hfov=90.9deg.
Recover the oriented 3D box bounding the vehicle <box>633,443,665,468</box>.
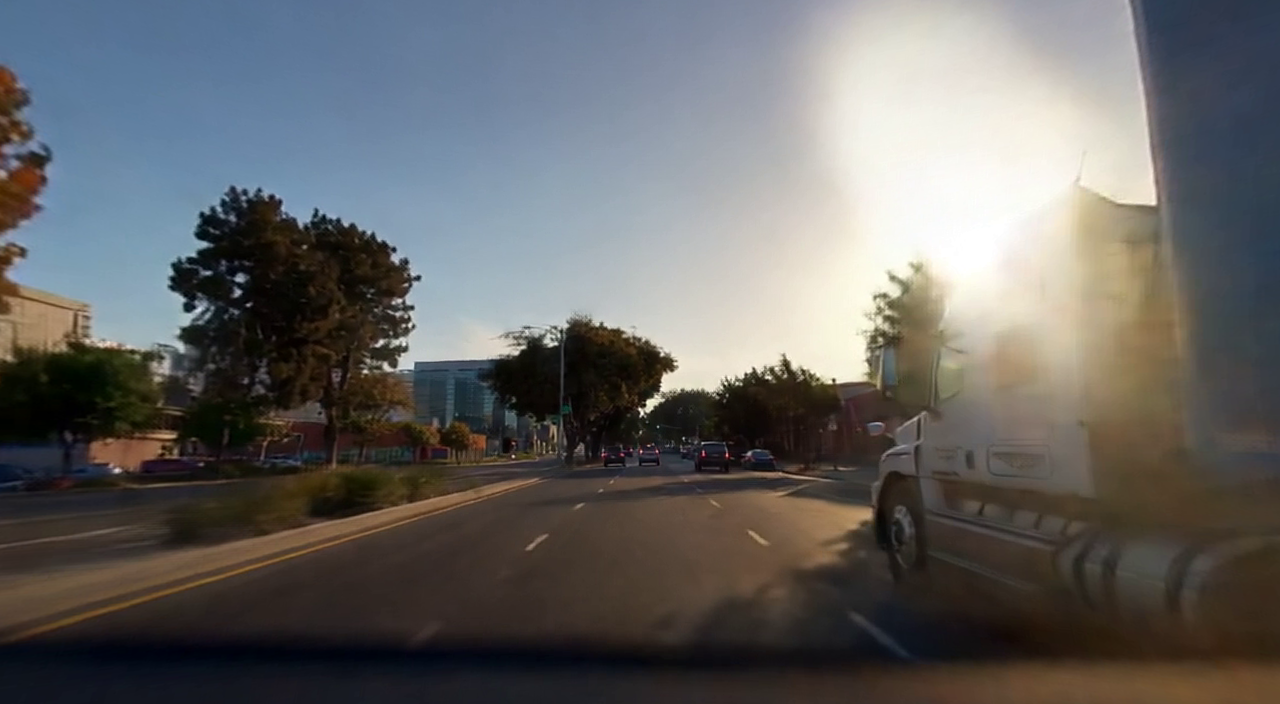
[{"bbox_3d":[0.674,7.561,46.125,2.276,1.704,3.925,0,-8,1],"label":"vehicle"}]

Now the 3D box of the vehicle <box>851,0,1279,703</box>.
[{"bbox_3d":[3.596,-0.213,2.409,3.006,3.679,8.506,-1,-8,3],"label":"vehicle"}]

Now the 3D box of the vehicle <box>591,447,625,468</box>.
[{"bbox_3d":[-2.393,8.106,48.601,2.211,1.537,4.666,0,-8,2],"label":"vehicle"}]

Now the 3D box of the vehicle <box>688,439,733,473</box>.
[{"bbox_3d":[4.146,6.214,37.981,2.196,1.908,4.412,0,-8,0],"label":"vehicle"}]

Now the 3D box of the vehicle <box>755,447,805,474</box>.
[{"bbox_3d":[8.346,6.510,37.930,2.006,1.484,4.289,0,-8,0],"label":"vehicle"}]
